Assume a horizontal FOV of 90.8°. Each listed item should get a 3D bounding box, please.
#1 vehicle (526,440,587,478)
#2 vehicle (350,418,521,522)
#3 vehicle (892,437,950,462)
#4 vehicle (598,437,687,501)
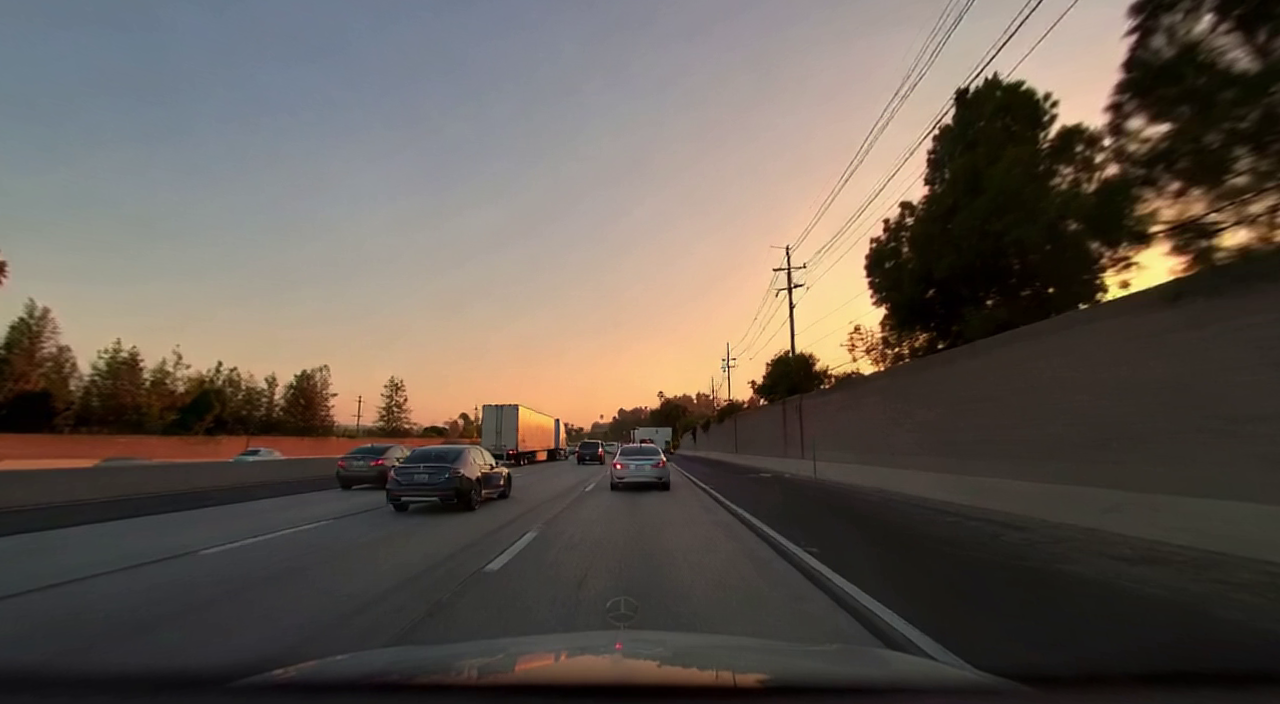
[{"bbox_3d":[-3.426,4.489,26.758,1.870,1.485,4.304,0,-9,2],"label":"vehicle"},{"bbox_3d":[-3.814,2.283,12.708,1.923,1.716,4.289,0,-9,1],"label":"vehicle"},{"bbox_3d":[18.546,6.468,41.908,1.936,1.591,4.362,0,-8,2],"label":"vehicle"},{"bbox_3d":[0.057,3.042,16.794,2.089,1.477,3.818,0,-9,0],"label":"vehicle"}]
